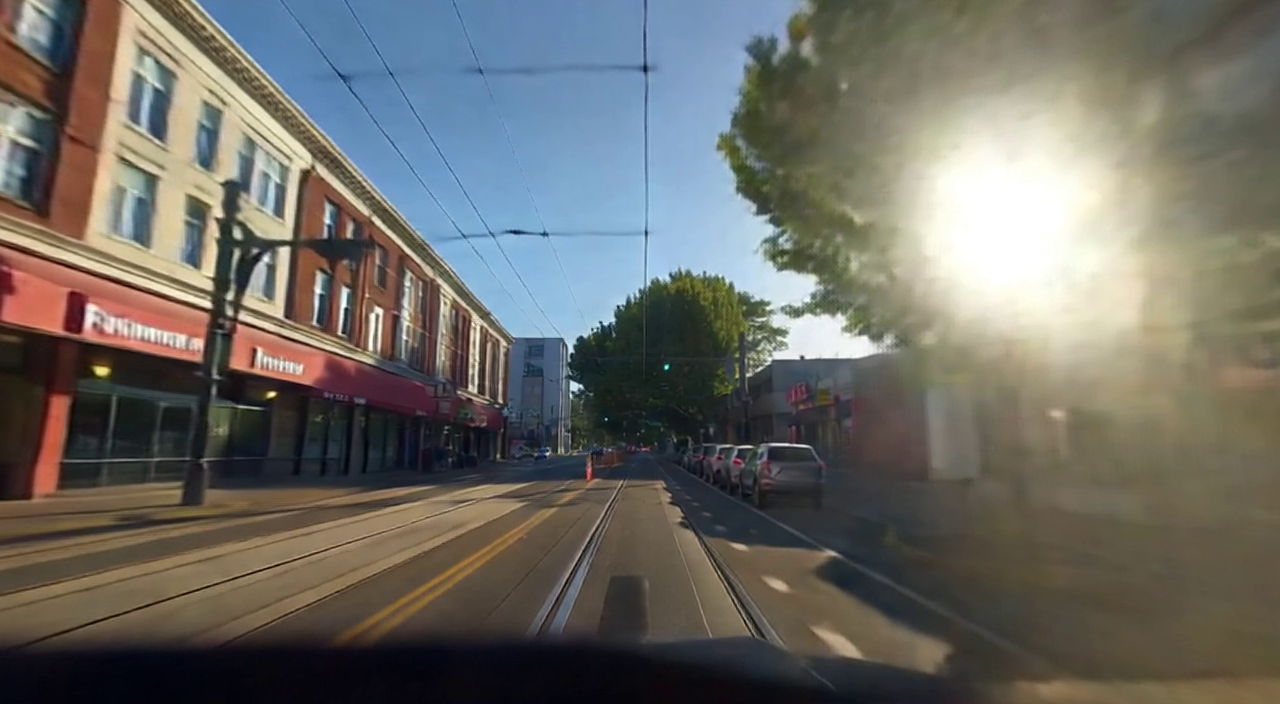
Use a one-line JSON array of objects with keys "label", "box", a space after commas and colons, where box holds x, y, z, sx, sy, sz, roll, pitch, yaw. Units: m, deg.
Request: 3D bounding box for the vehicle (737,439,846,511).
[{"label": "vehicle", "box": [3.593, 2.964, 15.632, 1.819, 1.546, 3.681, 0, -8, 1]}]
